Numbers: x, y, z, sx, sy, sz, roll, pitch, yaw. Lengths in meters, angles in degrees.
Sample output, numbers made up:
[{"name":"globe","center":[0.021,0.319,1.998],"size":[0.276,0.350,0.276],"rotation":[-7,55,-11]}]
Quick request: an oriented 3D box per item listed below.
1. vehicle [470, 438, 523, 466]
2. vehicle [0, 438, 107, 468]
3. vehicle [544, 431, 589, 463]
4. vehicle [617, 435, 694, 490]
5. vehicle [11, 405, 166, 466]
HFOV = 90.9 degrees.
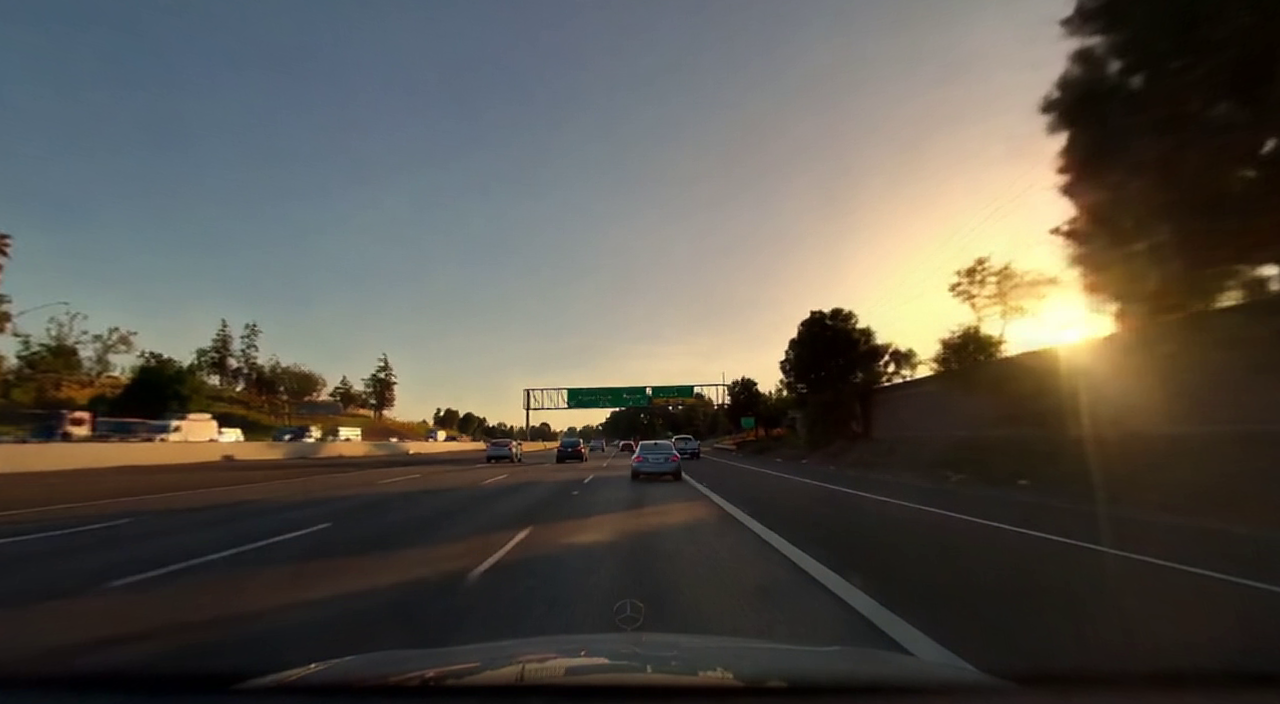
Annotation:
[{"name":"vehicle","center":[-7.975,5.612,35.549],"size":[1.974,1.464,4.733],"rotation":[0,-8,-1]},{"name":"vehicle","center":[-32.390,5.579,35.036],"size":[1.923,1.514,4.299],"rotation":[1,-8,-3]},{"name":"vehicle","center":[-4.296,5.678,37.646],"size":[2.289,1.777,4.534],"rotation":[0,-8,-2]},{"name":"vehicle","center":[0.380,3.283,19.169],"size":[2.082,1.482,4.126],"rotation":[0,-8,-2]},{"name":"vehicle","center":[-36.270,5.613,42.134],"size":[2.841,3.656,8.721],"rotation":[1,-8,-4]}]
